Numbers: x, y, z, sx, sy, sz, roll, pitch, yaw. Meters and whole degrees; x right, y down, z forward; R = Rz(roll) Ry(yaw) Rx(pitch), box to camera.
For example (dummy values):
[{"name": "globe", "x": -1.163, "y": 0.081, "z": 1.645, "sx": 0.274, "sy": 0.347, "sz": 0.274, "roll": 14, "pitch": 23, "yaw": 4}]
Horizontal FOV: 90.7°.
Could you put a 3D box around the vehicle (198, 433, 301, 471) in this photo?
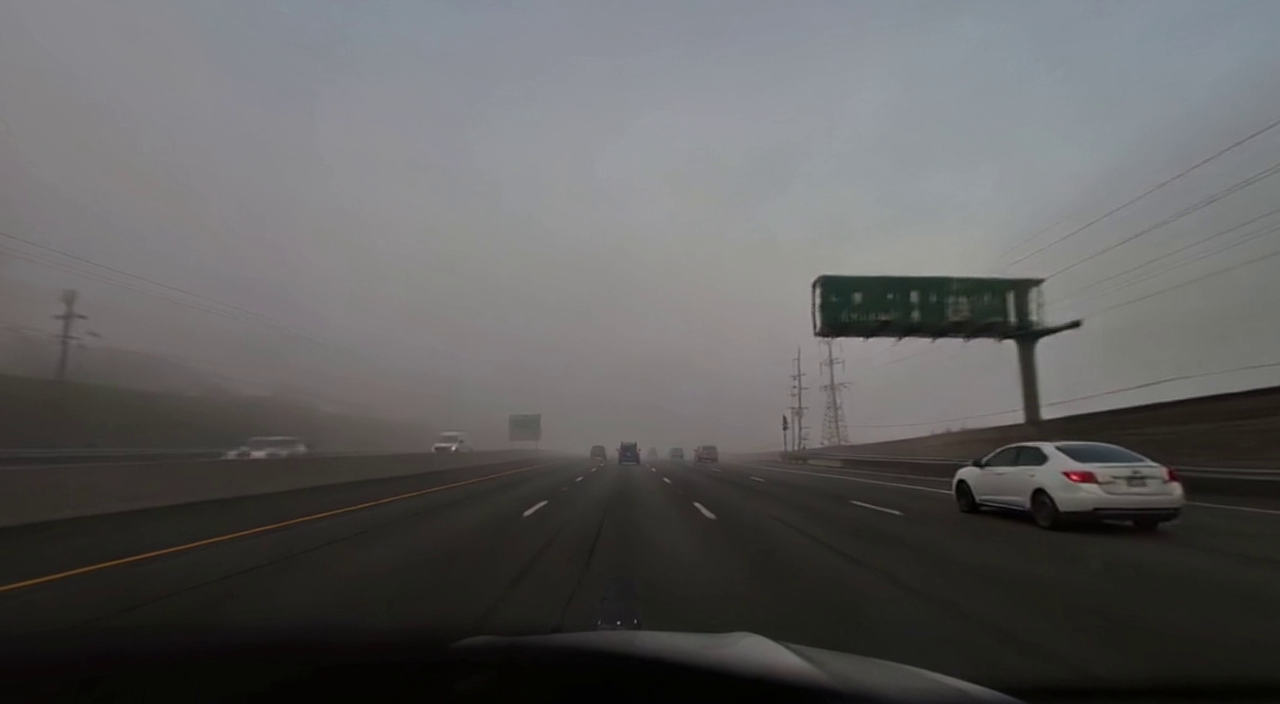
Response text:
[{"name": "vehicle", "x": -20.335, "y": 5.238, "z": 33.282, "sx": 2.213, "sy": 1.823, "sz": 5.049, "roll": 0, "pitch": -8, "yaw": 0}]

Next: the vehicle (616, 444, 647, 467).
[{"name": "vehicle", "x": -0.621, "y": 7.165, "z": 44.016, "sx": 2.109, "sy": 1.489, "sz": 4.027, "roll": 0, "pitch": -8, "yaw": -2}]

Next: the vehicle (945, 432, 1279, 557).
[{"name": "vehicle", "x": 6.637, "y": 1.983, "z": 9.568, "sx": 1.876, "sy": 1.451, "sz": 4.154, "roll": 0, "pitch": -8, "yaw": -2}]
